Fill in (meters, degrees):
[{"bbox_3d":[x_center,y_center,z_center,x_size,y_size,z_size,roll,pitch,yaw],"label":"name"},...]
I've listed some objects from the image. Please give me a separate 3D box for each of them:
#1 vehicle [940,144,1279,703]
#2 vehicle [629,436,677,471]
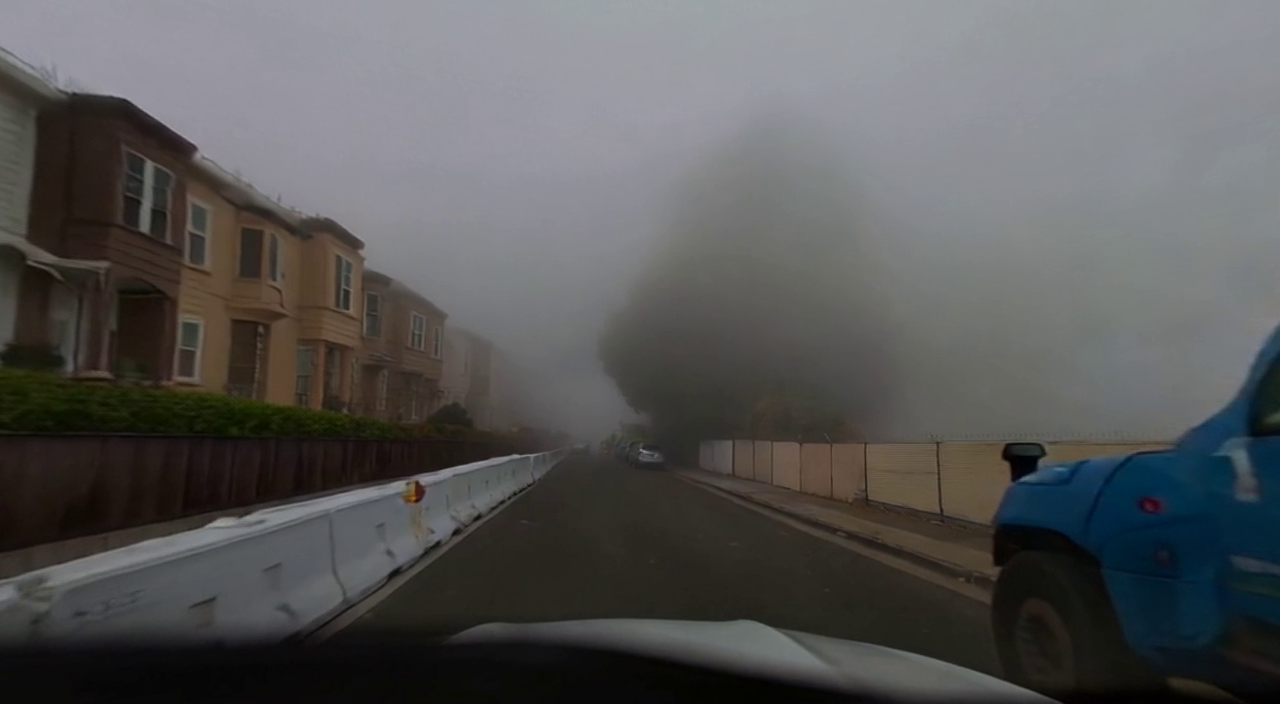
[{"bbox_3d":[3.336,0.699,3.575,1.758,2.572,2.706,8,-13,-6],"label":"vehicle"},{"bbox_3d":[0.622,5.402,33.835,2.066,1.739,4.234,1,-8,-6],"label":"vehicle"}]
